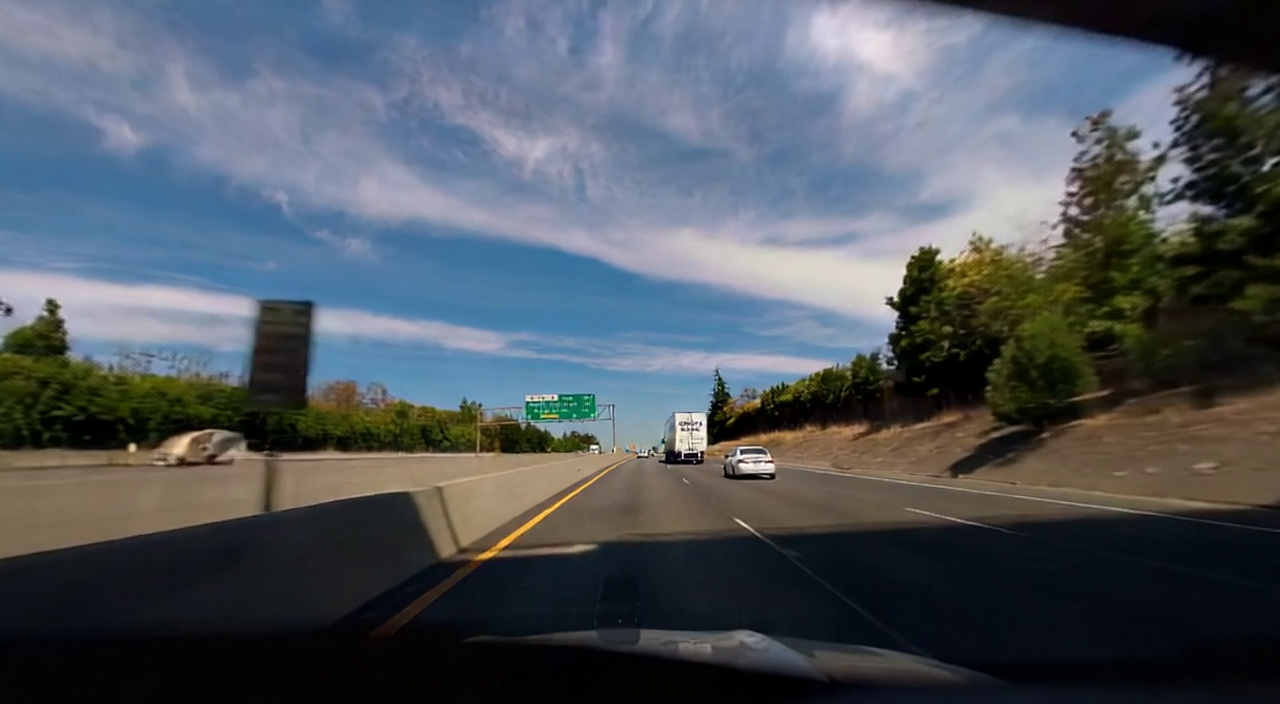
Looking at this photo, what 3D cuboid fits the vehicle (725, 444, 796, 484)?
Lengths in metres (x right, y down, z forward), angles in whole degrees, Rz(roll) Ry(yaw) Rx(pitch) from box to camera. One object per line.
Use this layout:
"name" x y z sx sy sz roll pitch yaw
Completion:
"vehicle" 4.797 4.517 25.610 1.917 1.471 4.149 0 -9 -2
